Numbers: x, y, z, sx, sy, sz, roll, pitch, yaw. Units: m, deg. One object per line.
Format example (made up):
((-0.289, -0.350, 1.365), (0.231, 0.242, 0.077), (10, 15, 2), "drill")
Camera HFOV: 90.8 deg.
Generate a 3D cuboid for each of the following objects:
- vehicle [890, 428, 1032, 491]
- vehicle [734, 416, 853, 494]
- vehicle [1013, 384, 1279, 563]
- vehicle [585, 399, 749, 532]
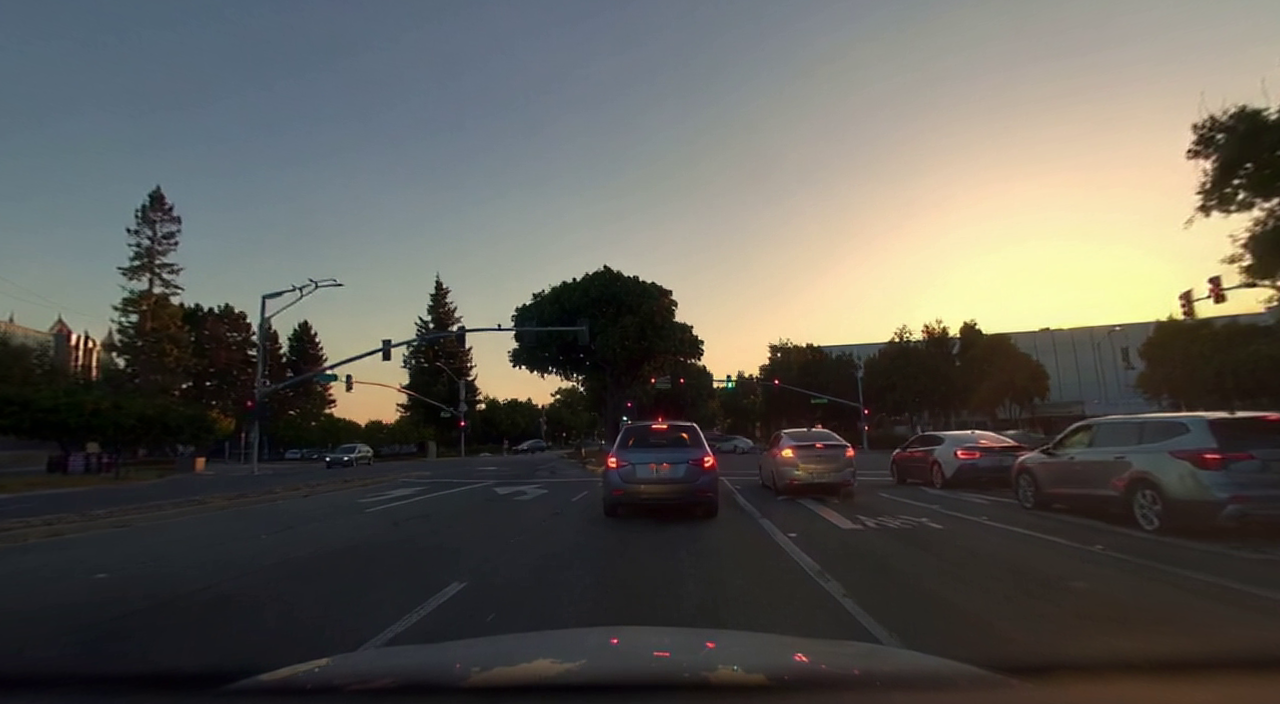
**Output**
((8.451, 2.874, 17.130), (1.862, 1.471, 4.297), (-1, -9, 4), "vehicle")
((3.920, 2.748, 17.070), (2.188, 1.774, 4.646), (-1, -9, 2), "vehicle")
((7.428, 1.533, 8.580), (2.074, 1.791, 4.393), (0, -9, 1), "vehicle")
((0.368, 1.859, 10.743), (2.211, 1.795, 4.179), (0, -9, 0), "vehicle")
